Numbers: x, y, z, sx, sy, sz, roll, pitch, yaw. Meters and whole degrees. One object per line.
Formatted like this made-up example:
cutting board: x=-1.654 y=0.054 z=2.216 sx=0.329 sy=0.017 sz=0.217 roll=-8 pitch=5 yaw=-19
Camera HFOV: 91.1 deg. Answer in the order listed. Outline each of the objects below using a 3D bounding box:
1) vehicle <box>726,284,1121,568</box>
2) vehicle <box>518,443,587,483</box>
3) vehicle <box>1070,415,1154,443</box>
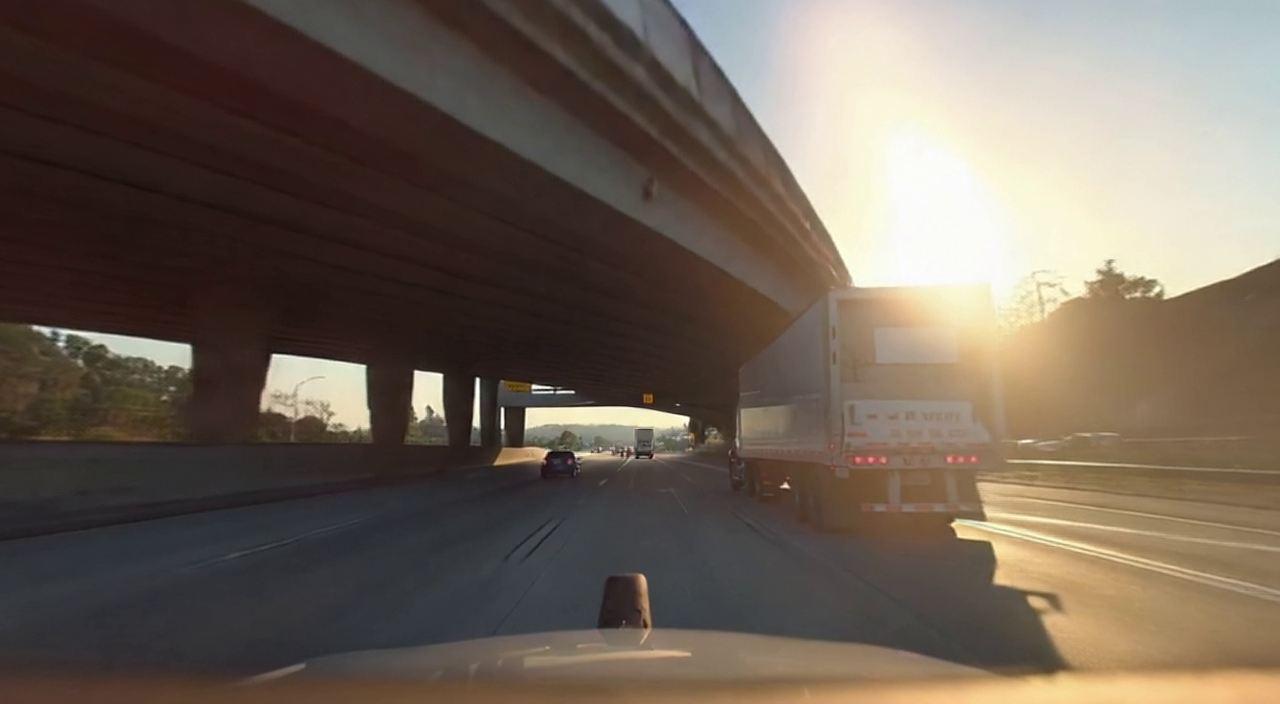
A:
vehicle: x=4.045 y=1.632 z=12.776 sx=3.049 sy=3.395 sz=10.595 roll=0 pitch=-9 yaw=0
vehicle: x=-3.631 y=4.741 z=27.108 sx=2.143 sy=1.529 sz=4.918 roll=0 pitch=-9 yaw=1
vehicle: x=29.148 y=4.793 z=38.957 sx=1.928 sy=1.603 sz=4.315 roll=1 pitch=-8 yaw=2
